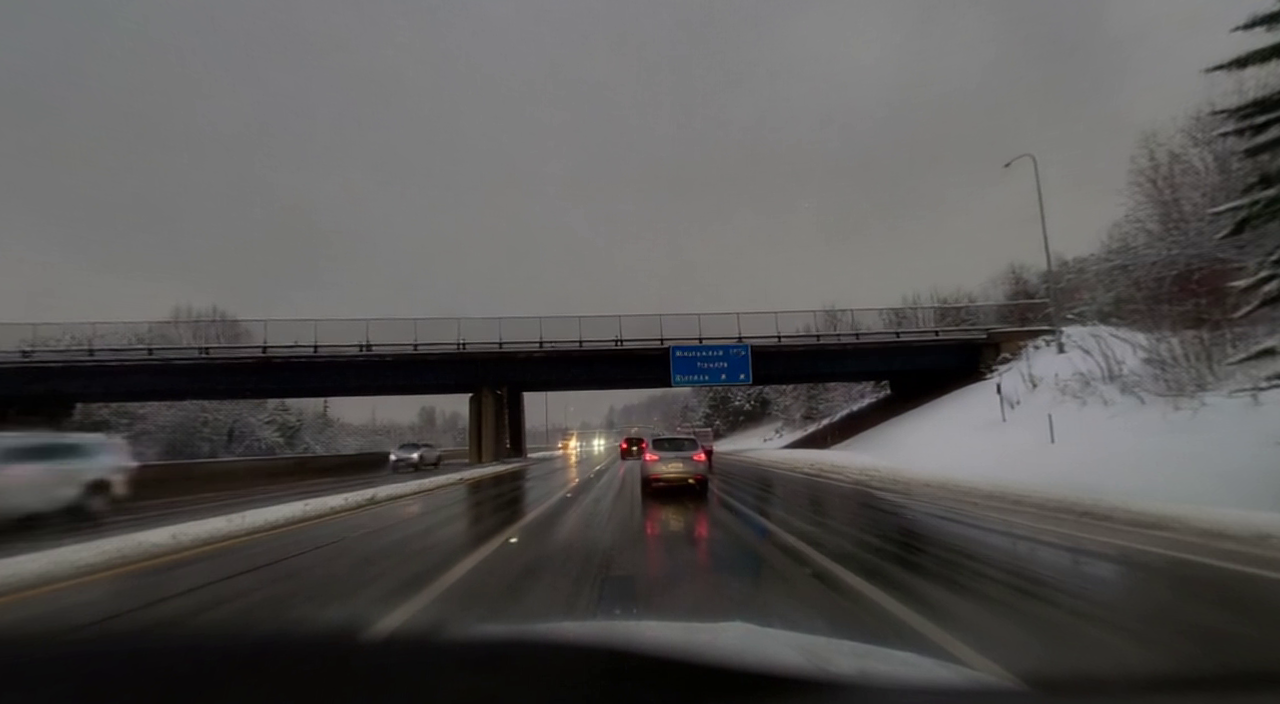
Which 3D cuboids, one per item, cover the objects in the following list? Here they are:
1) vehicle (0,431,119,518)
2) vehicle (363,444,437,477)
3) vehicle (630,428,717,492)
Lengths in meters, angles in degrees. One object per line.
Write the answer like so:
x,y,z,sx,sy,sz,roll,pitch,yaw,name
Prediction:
-14.999,2.663,13.668,2.454,1.868,5.753,-1,-8,0,vehicle
-11.709,5.289,31.033,1.925,1.458,4.438,0,-8,0,vehicle
0.842,3.105,18.511,2.092,1.636,4.024,0,-8,-4,vehicle
